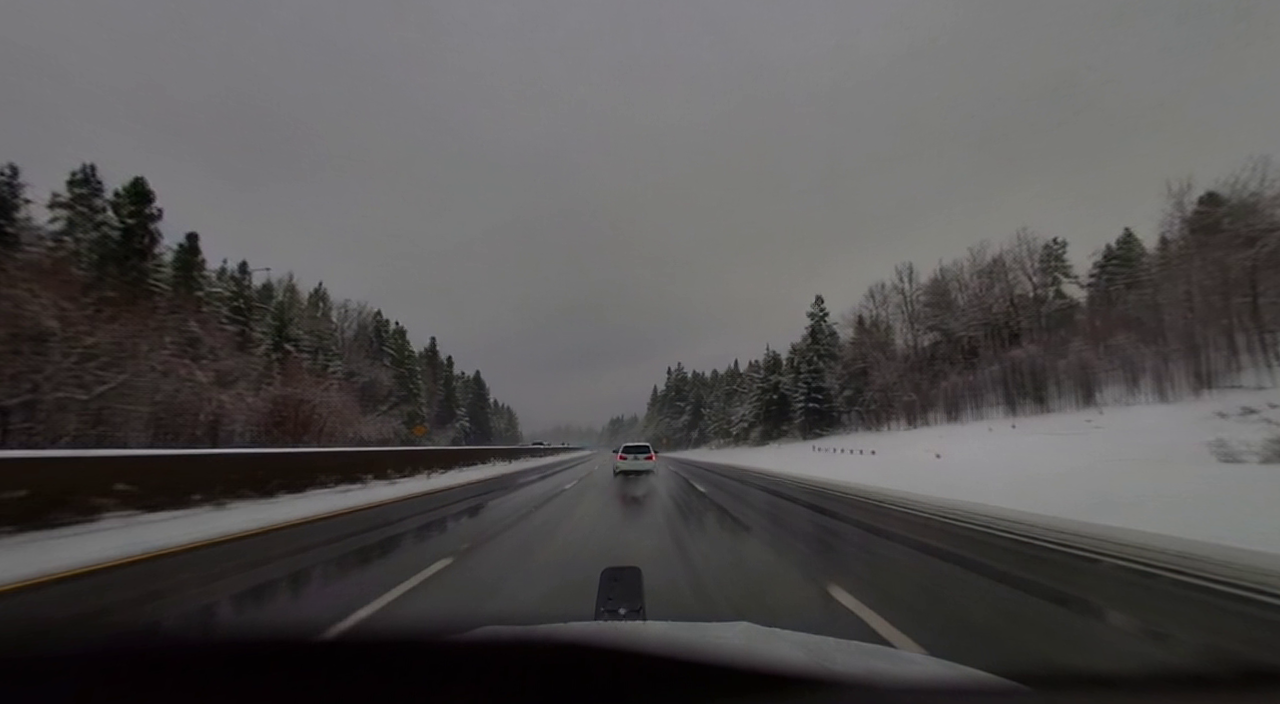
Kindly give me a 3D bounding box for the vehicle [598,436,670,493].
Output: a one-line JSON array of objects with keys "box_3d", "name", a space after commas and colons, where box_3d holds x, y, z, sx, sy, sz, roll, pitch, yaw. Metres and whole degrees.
[{"box_3d": [-0.187, 3.415, 19.416, 2.011, 1.590, 3.607, 0, -9, -1], "name": "vehicle"}]
